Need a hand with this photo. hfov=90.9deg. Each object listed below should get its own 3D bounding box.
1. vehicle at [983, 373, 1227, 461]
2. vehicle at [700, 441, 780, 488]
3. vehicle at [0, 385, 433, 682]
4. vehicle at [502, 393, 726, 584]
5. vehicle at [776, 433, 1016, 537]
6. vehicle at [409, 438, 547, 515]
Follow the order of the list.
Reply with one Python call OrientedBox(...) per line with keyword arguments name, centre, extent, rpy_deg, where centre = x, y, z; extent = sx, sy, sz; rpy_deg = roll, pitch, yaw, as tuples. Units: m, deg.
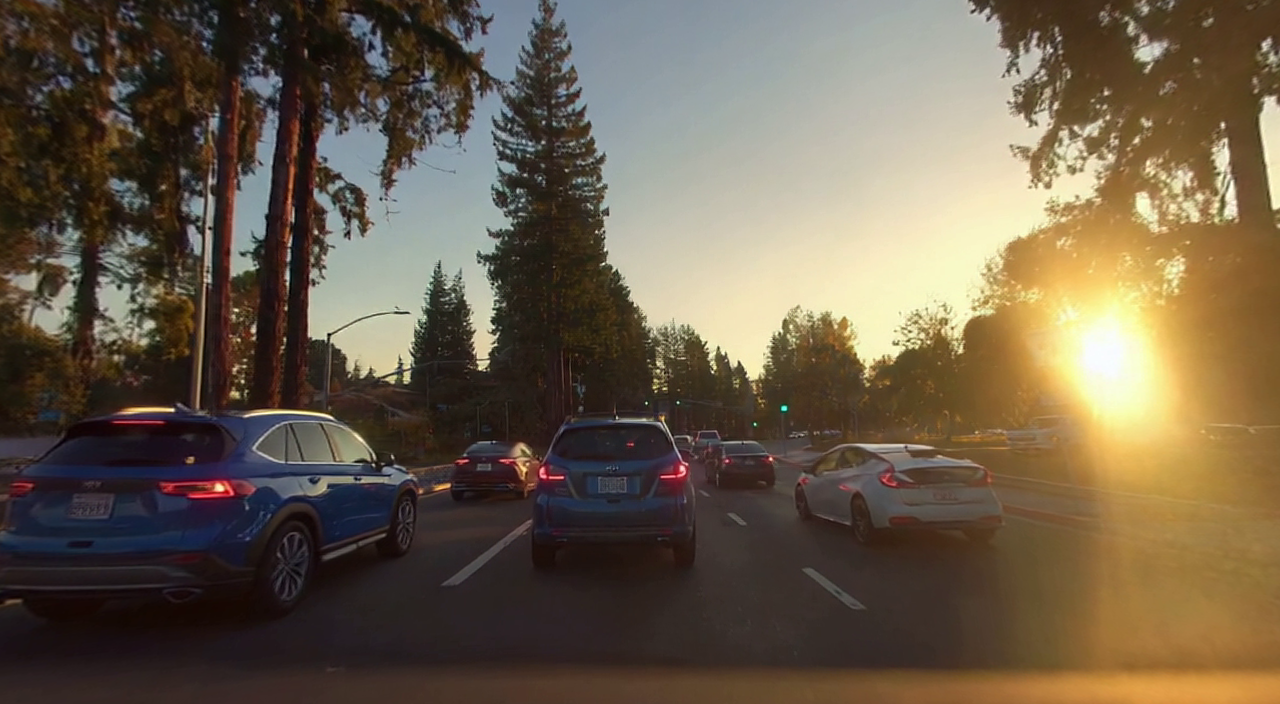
OrientedBox(name="vehicle", centre=(17.858, 2.571, 24.573), extent=(7.314, 3.230, 2.680), rpy_deg=(0, -8, -2))
OrientedBox(name="vehicle", centre=(3.304, 3.823, 21.765), extent=(1.996, 1.443, 4.270), rpy_deg=(0, -8, -1))
OrientedBox(name="vehicle", centre=(-3.702, 1.364, 5.858), extent=(2.039, 1.709, 4.265), rpy_deg=(0, -8, 1))
OrientedBox(name="vehicle", centre=(-0.224, 1.639, 8.356), extent=(2.132, 1.816, 4.471), rpy_deg=(0, -8, 1))
OrientedBox(name="vehicle", centre=(4.261, 2.276, 11.554), extent=(2.036, 1.480, 4.659), rpy_deg=(1, -8, -6))
OrientedBox(name="vehicle", centre=(-3.452, 2.728, 14.347), extent=(1.897, 1.479, 4.204), rpy_deg=(0, -8, 2))
